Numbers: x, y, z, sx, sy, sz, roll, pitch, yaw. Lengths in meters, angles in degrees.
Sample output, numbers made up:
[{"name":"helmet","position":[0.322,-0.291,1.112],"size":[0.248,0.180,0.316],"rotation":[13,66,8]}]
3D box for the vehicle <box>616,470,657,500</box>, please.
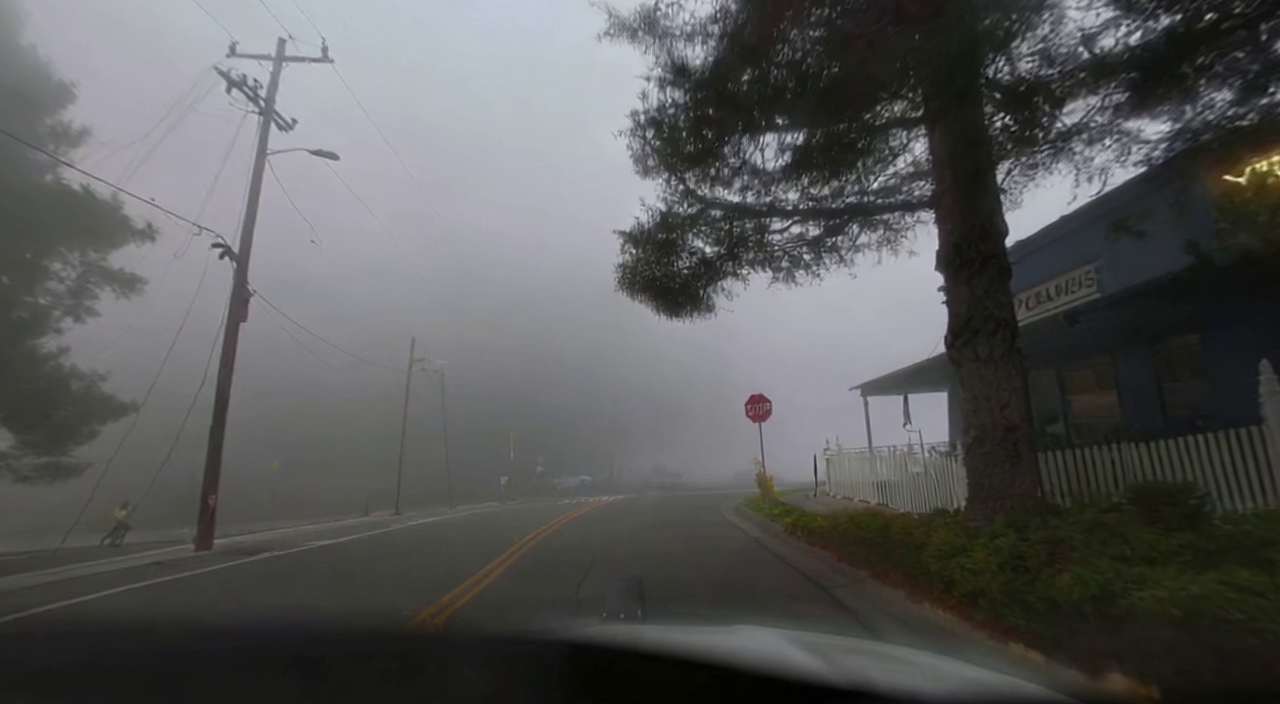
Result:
[{"name":"vehicle","position":[-0.143,8.047,38.455],"size":[2.112,1.479,5.323],"rotation":[-1,-9,4]}]
